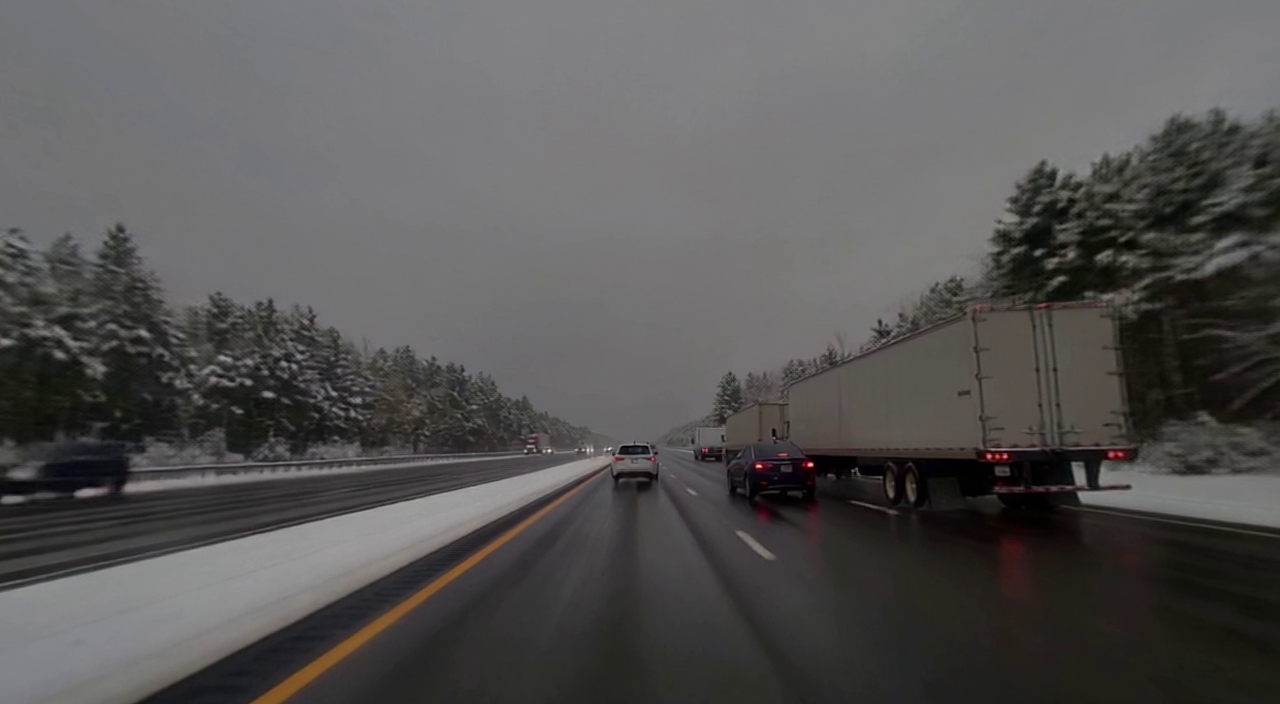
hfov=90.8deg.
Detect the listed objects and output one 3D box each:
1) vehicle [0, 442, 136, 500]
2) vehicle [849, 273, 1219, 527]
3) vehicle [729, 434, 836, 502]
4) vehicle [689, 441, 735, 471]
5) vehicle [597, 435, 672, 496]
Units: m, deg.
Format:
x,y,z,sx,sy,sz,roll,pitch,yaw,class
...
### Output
x,y,z,sx,sy,sz,roll,pitch,yaw,class
-19.564,3.829,20.649,2.139,1.674,4.733,0,-9,1,vehicle
7.615,1.366,14.324,2.823,4.063,8.485,0,-9,0,vehicle
3.686,3.078,17.021,1.920,1.594,3.867,0,-9,-1,vehicle
4.185,6.086,37.148,2.150,1.632,4.260,0,-9,-1,vehicle
-0.136,3.349,18.842,2.023,1.618,3.628,0,-9,0,vehicle
